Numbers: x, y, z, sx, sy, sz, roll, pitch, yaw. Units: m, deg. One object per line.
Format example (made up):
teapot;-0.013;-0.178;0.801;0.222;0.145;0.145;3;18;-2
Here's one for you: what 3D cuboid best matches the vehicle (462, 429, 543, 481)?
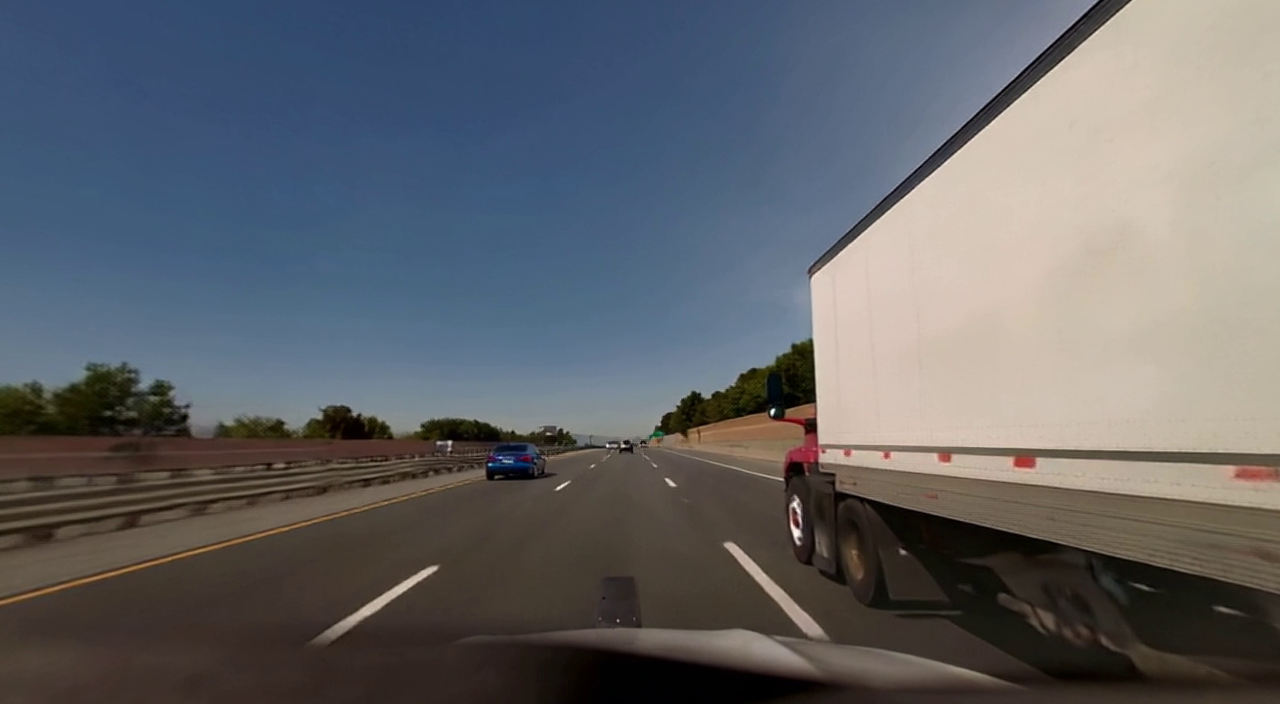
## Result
vehicle;-4.834;3.682;22.799;2.063;1.661;4.439;2;-8;-2
